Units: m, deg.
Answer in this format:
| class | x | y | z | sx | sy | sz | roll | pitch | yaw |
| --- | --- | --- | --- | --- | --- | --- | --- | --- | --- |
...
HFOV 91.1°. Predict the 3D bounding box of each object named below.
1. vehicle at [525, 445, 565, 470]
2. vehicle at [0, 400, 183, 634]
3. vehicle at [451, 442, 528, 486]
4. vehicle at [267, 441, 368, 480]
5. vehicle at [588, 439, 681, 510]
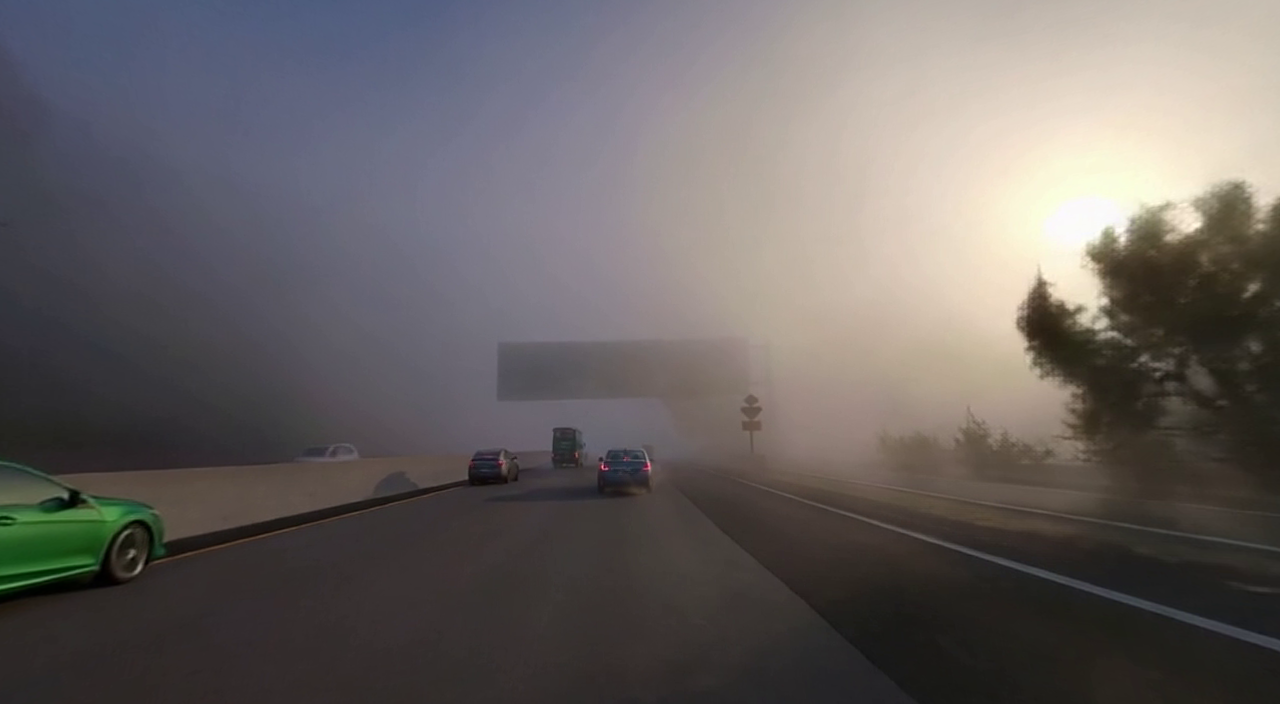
| class | x | y | z | sx | sy | sz | roll | pitch | yaw |
| --- | --- | --- | --- | --- | --- | --- | --- | --- | --- |
| vehicle | -5.790 | 6.454 | 38.623 | 1.814 | 1.417 | 3.860 | 0 | -9 | 0 |
| vehicle | -5.523 | 1.115 | 4.088 | 2.058 | 1.626 | 4.118 | 0 | -9 | -2 |
| vehicle | -5.517 | 4.157 | 23.641 | 1.892 | 1.481 | 4.180 | 0 | -9 | 0 |
| vehicle | -14.291 | 4.822 | 28.208 | 2.121 | 1.609 | 4.678 | 0 | -9 | -1 |
| vehicle | -0.153 | 2.823 | 14.913 | 1.940 | 1.451 | 3.512 | 0 | -9 | -1 |
